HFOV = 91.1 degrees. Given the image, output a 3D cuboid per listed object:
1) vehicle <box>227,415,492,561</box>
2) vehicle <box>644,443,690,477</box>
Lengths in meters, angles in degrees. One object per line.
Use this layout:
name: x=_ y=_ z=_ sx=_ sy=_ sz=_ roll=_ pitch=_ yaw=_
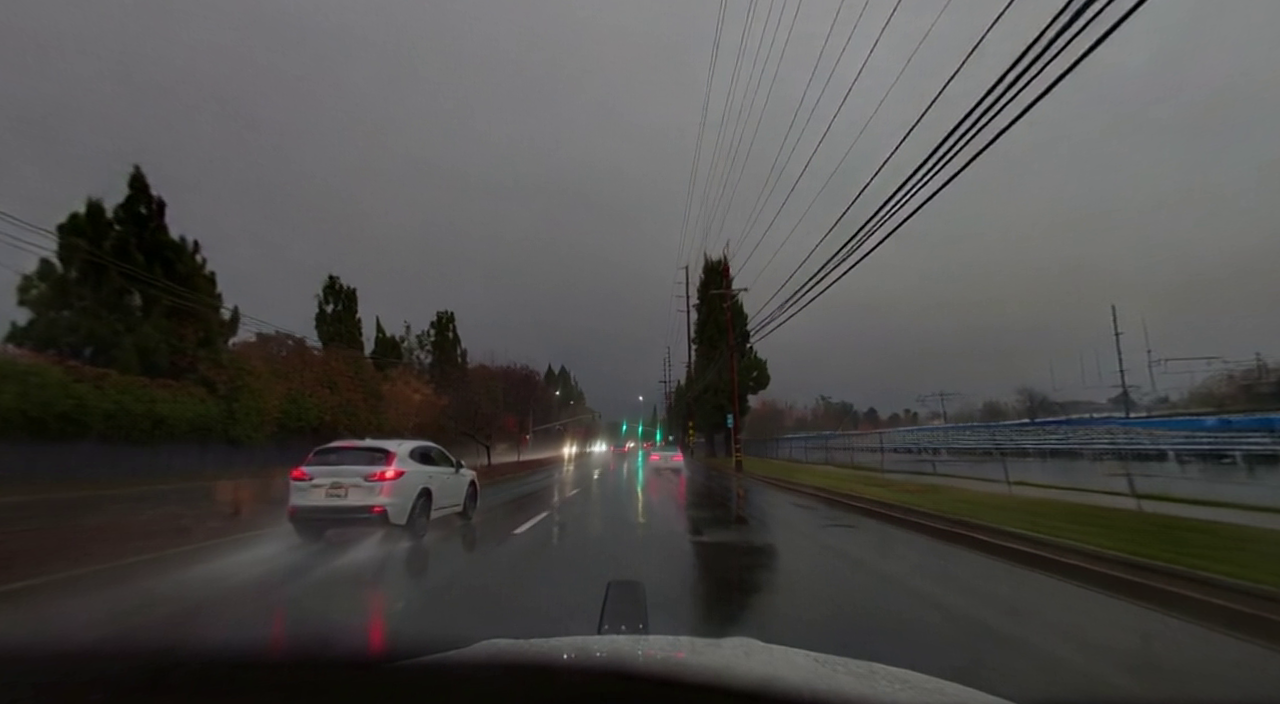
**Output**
vehicle: x=-3.836 y=1.933 z=9.654 sx=1.950 sy=1.692 sz=4.397 roll=0 pitch=-8 yaw=1
vehicle: x=1.247 y=5.147 z=30.230 sx=2.059 sy=1.486 sz=3.980 roll=0 pitch=-8 yaw=1
